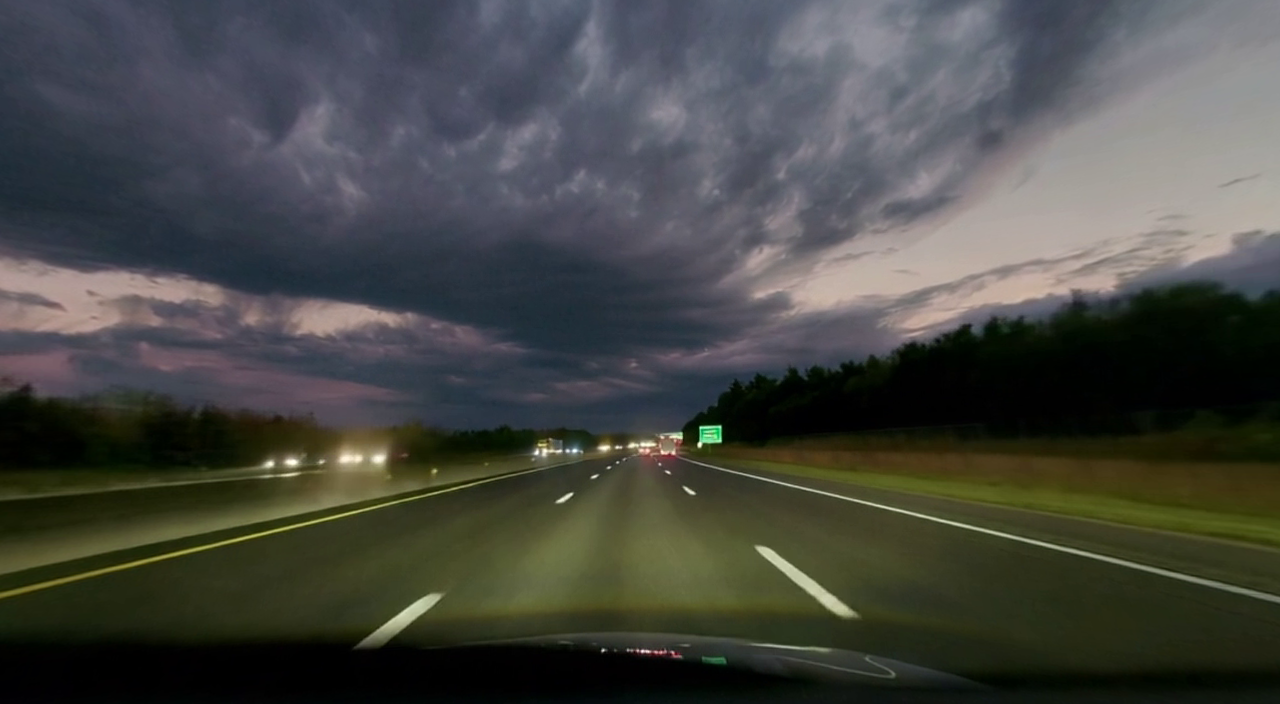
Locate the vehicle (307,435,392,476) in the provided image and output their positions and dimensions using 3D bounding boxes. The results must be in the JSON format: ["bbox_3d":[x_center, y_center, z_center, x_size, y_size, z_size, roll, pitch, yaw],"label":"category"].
[{"bbox_3d":[-19.878,7.139,43.475,2.629,2.571,6.663,0,-9,0],"label":"vehicle"}]

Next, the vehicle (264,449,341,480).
[{"bbox_3d":[-19.792,6.586,37.079,2.114,1.661,4.377,0,-9,0],"label":"vehicle"}]
